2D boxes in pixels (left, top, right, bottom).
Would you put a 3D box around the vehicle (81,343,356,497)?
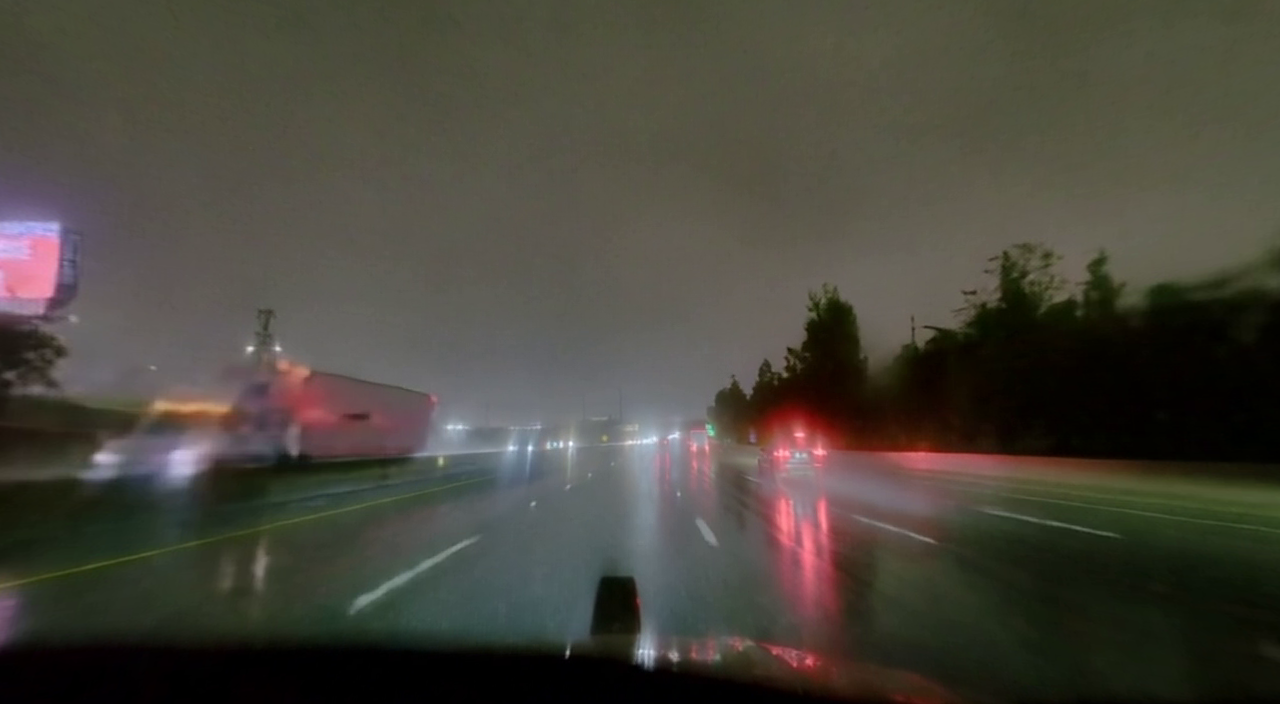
[{"bbox_3d":[-12.630,2.329,20.342,3.010,3.944,8.280,0,-9,0],"label":"vehicle"}]
